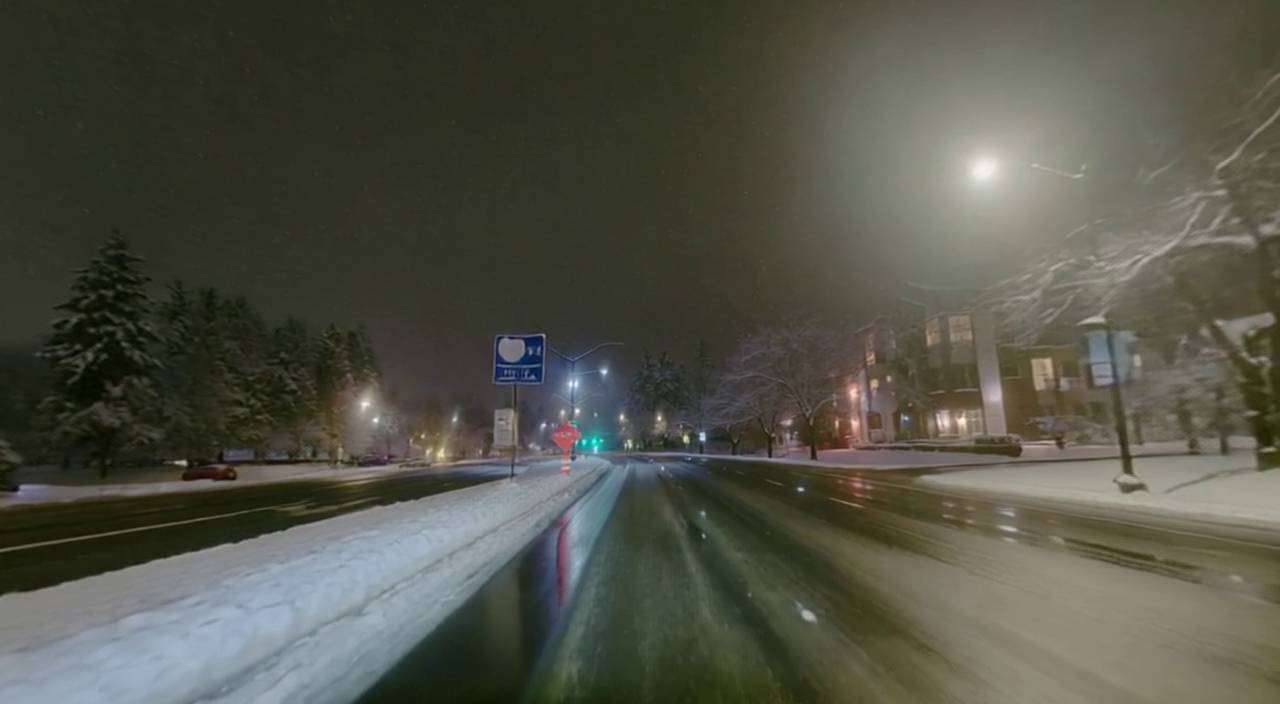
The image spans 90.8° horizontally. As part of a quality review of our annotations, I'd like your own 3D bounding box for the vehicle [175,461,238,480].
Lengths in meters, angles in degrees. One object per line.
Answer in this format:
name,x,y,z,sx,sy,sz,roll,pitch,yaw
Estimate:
vehicle,-33.639,9.211,49.098,3.512,1.321,1.874,0,-9,-4
